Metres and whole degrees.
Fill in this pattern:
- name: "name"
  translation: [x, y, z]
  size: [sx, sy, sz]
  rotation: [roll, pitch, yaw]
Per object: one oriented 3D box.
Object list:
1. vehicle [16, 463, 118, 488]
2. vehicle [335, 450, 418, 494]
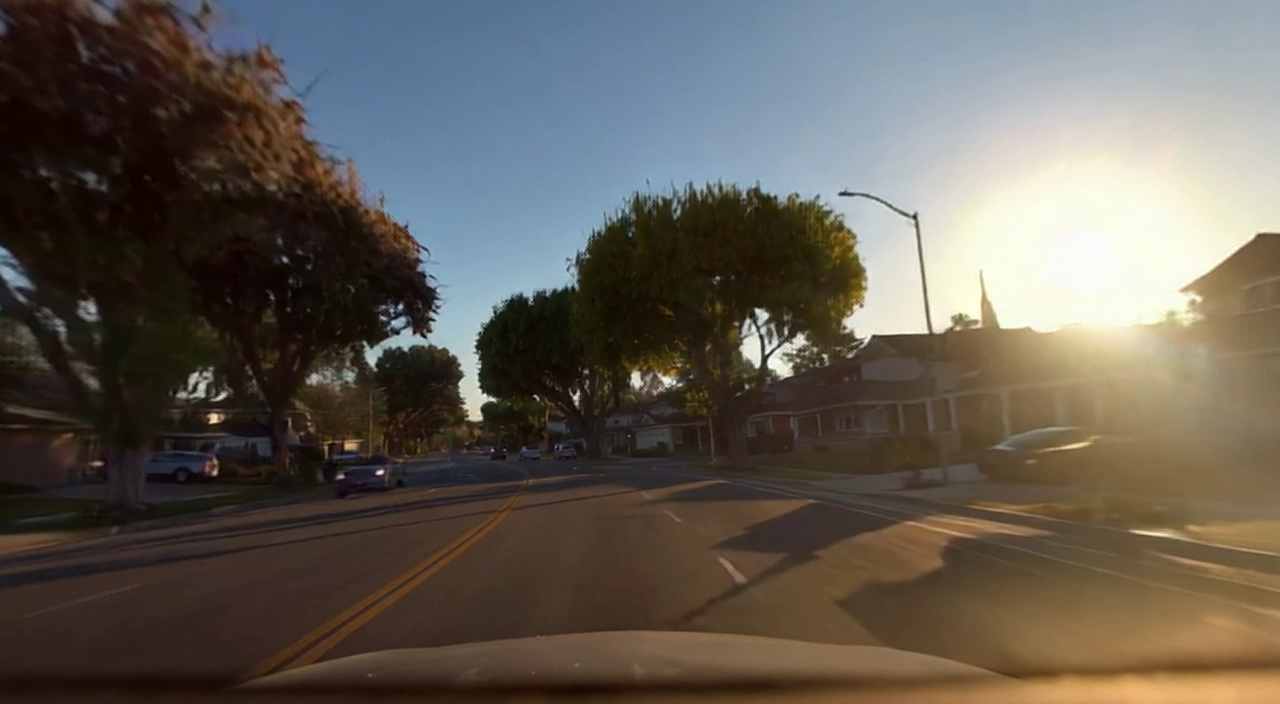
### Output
- name: "vehicle"
  translation: [-38.487, 8.294, 42.428]
  size: [4.586, 1.478, 1.913]
  rotation: [2, -9, -16]
- name: "vehicle"
  translation: [-10.738, 4.872, 26.072]
  size: [2.125, 1.592, 4.616]
  rotation: [1, -8, -10]
